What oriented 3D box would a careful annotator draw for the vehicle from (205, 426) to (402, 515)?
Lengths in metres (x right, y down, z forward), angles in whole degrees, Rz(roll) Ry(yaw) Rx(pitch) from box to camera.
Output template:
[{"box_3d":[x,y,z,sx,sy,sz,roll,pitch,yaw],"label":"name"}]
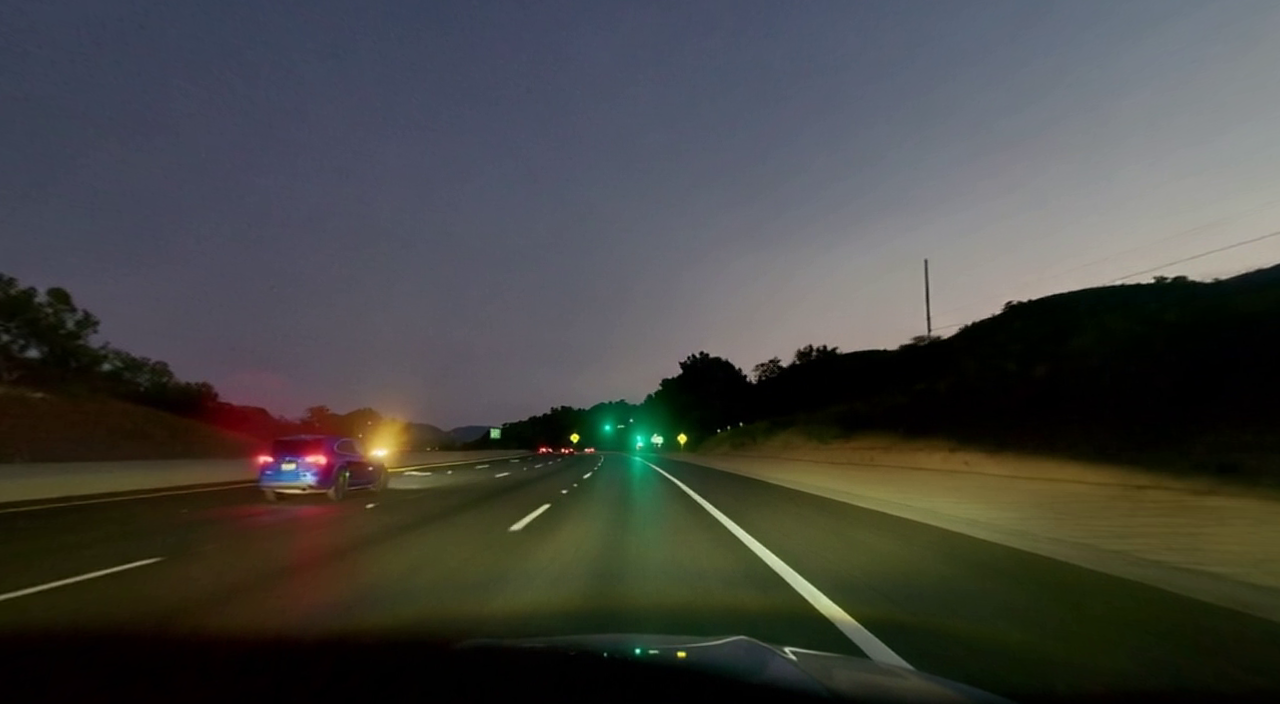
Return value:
[{"box_3d":[-7.431,2.654,14.610,2.046,1.712,4.533,0,-8,0],"label":"vehicle"}]
